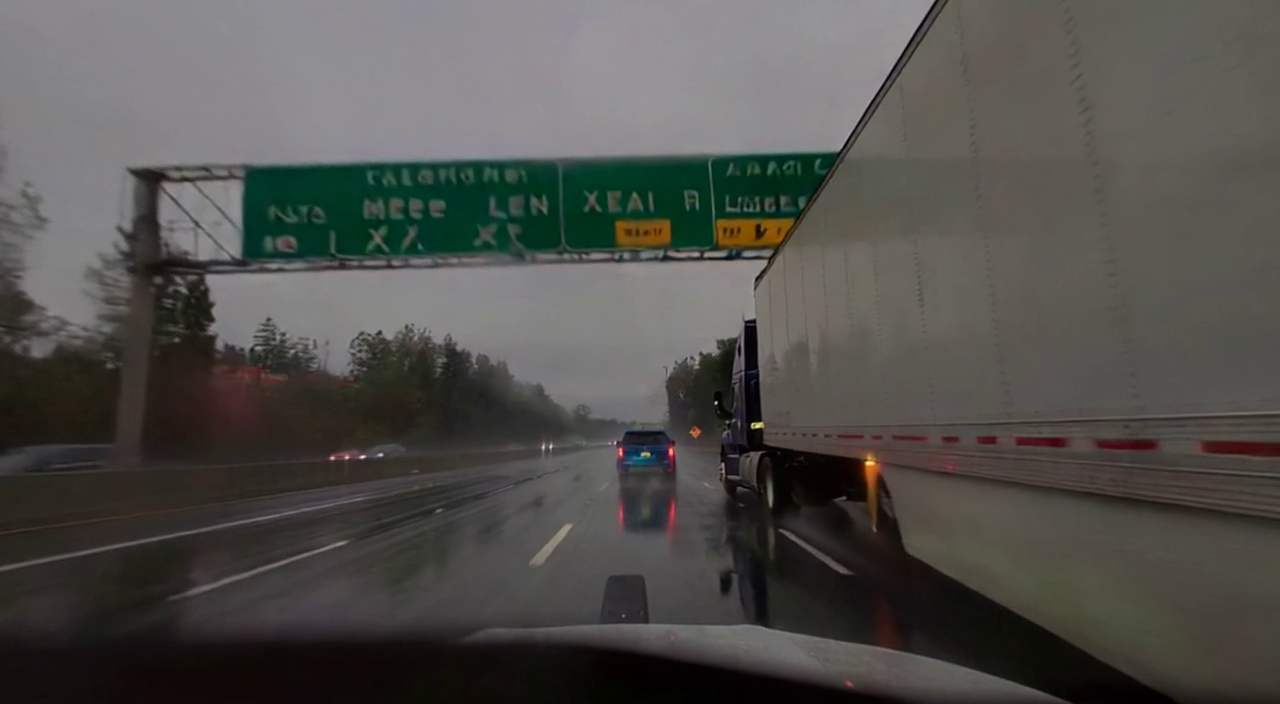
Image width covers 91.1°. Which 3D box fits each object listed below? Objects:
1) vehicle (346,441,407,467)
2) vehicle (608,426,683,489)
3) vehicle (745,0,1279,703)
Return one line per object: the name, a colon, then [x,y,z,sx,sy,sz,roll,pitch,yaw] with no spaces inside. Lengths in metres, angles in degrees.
vehicle: [-18.435,7.147,44.180,2.016,1.678,4.947,0,-8,2]
vehicle: [0.188,3.191,19.303,2.054,1.706,4.201,0,-8,1]
vehicle: [3.392,-0.138,4.585,2.909,4.135,15.820,-1,-8,1]
